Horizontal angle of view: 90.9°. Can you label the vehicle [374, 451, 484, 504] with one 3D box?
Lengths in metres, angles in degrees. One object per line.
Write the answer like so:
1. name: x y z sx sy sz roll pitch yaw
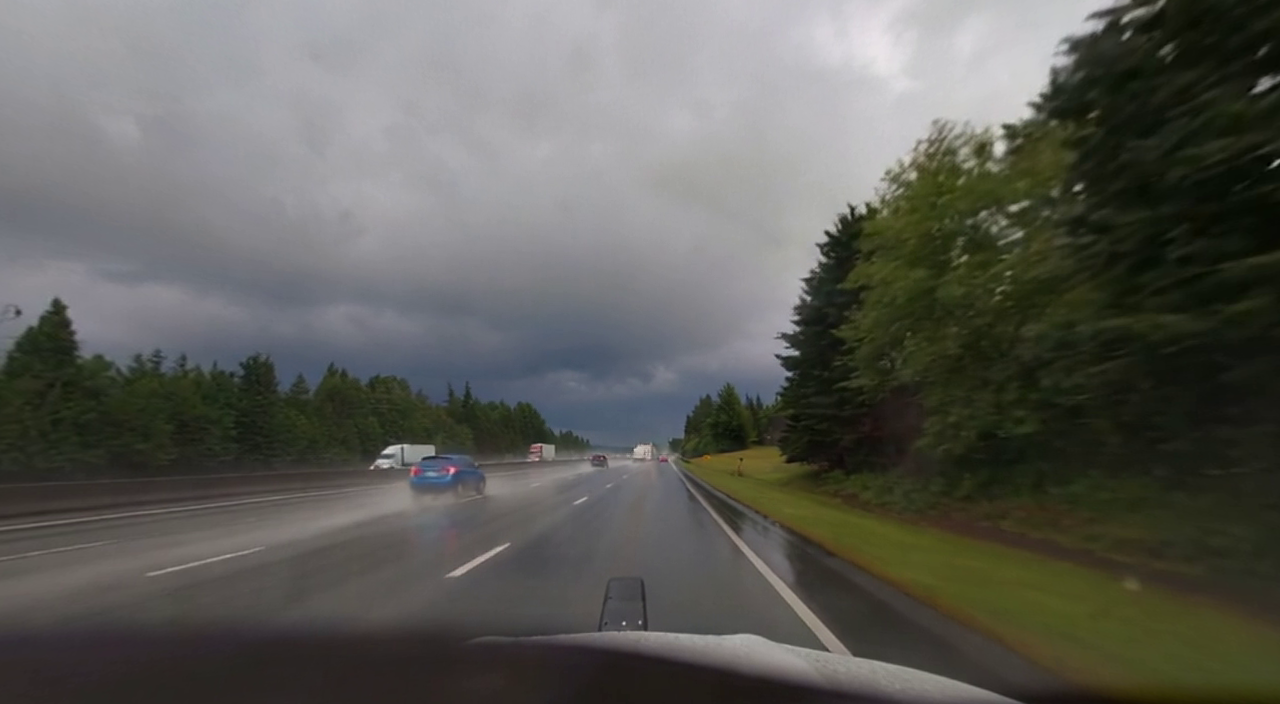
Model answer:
1. vehicle: -6.954 4.154 21.322 1.996 1.579 4.439 0 -9 2
